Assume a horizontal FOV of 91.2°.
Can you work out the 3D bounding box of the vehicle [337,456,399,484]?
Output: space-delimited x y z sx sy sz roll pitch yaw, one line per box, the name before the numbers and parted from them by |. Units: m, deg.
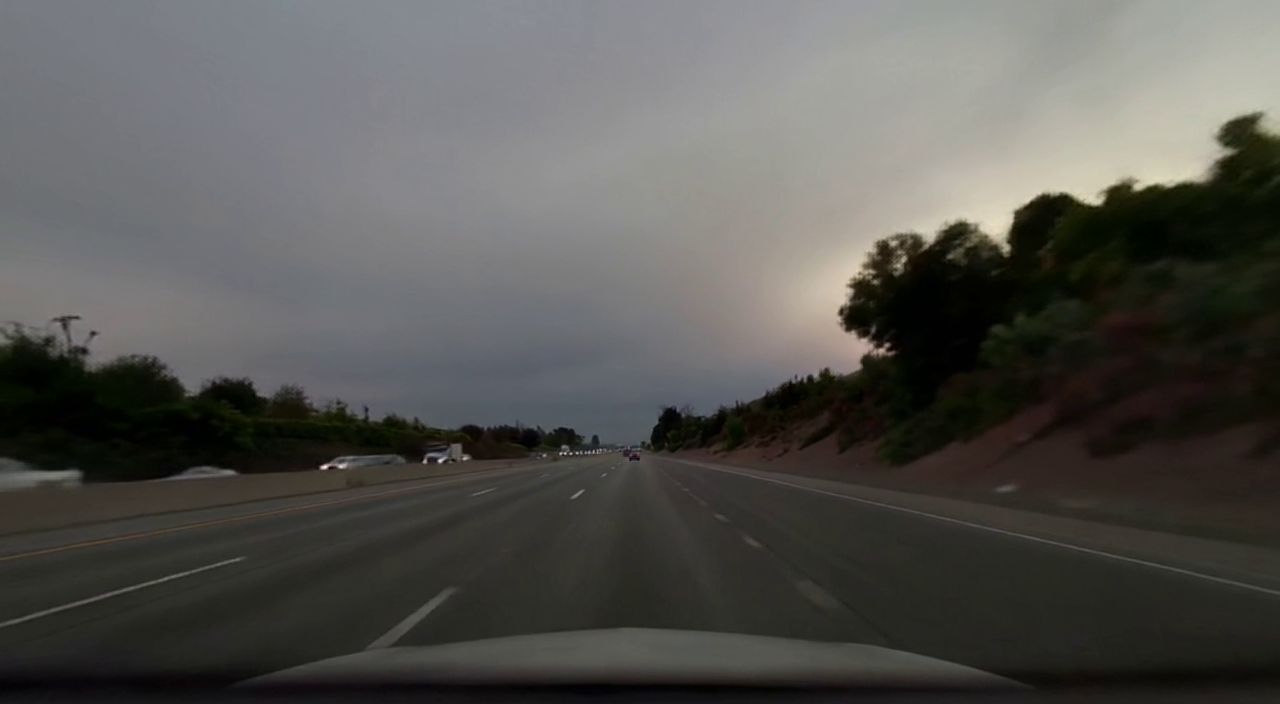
vehicle | -15.170 6.559 35.156 1.753 1.426 3.920 0 -9 0
